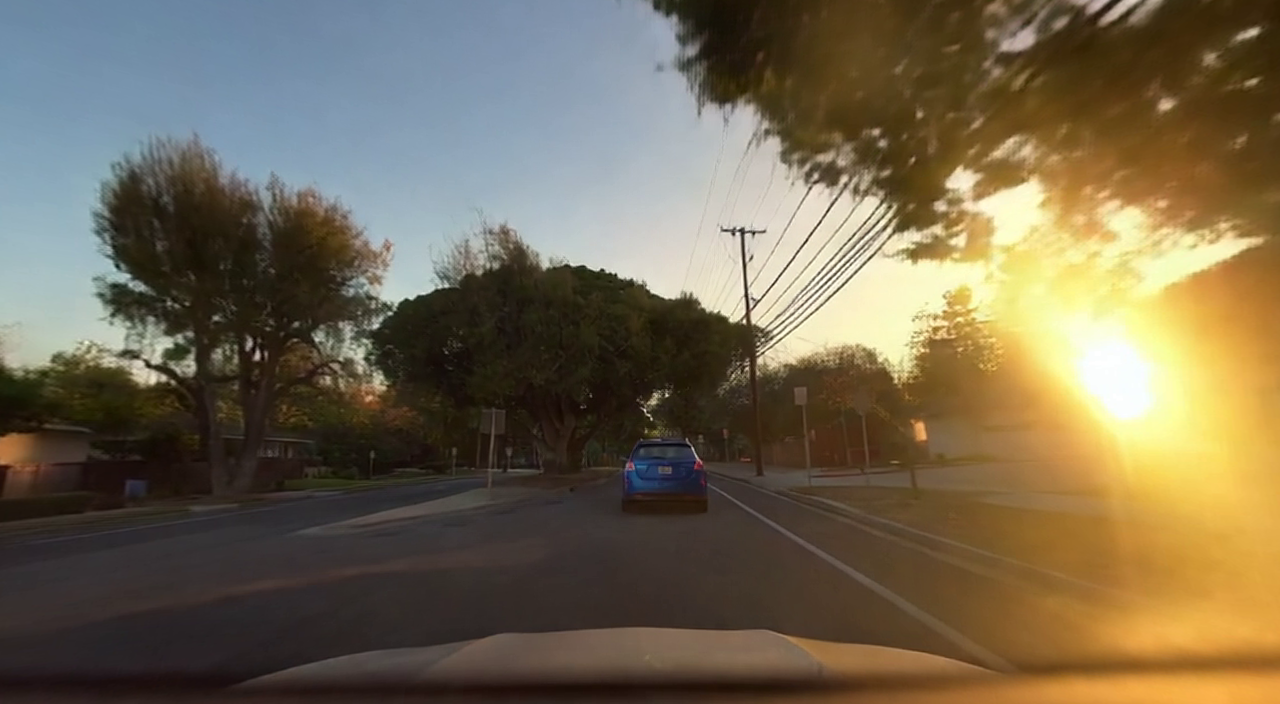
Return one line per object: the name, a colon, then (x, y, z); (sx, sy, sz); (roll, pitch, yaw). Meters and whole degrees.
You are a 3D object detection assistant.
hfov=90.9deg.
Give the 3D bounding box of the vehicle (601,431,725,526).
vehicle: (0.408, 2.573, 13.344); (2.200, 1.653, 4.127); (0, -9, 0)
